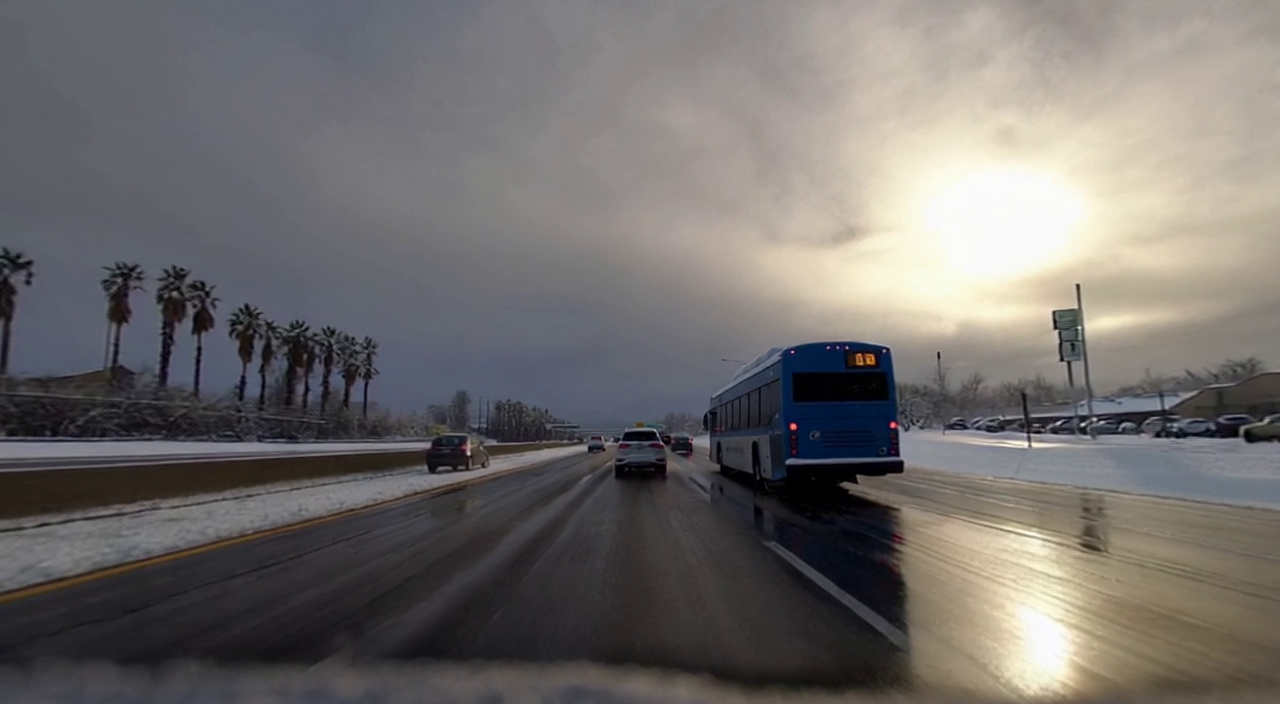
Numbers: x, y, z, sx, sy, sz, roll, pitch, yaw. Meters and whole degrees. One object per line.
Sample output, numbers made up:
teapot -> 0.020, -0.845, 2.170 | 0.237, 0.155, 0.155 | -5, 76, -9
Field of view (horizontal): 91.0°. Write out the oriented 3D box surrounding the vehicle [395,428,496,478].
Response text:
vehicle -> -7.377, 3.915, 24.508 | 2.291, 1.729, 4.879 | 0, -8, 1

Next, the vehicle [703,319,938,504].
vehicle -> 4.194, 2.184, 19.402 | 3.020, 3.622, 14.302 | 0, -8, 0

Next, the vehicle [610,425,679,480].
vehicle -> 0.167, 3.606, 22.759 | 2.268, 1.796, 4.280 | 0, -8, 0

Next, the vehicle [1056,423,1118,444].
vehicle -> 32.450, 5.978, 45.812 | 1.795, 1.481, 3.986 | -1, -9, 5
